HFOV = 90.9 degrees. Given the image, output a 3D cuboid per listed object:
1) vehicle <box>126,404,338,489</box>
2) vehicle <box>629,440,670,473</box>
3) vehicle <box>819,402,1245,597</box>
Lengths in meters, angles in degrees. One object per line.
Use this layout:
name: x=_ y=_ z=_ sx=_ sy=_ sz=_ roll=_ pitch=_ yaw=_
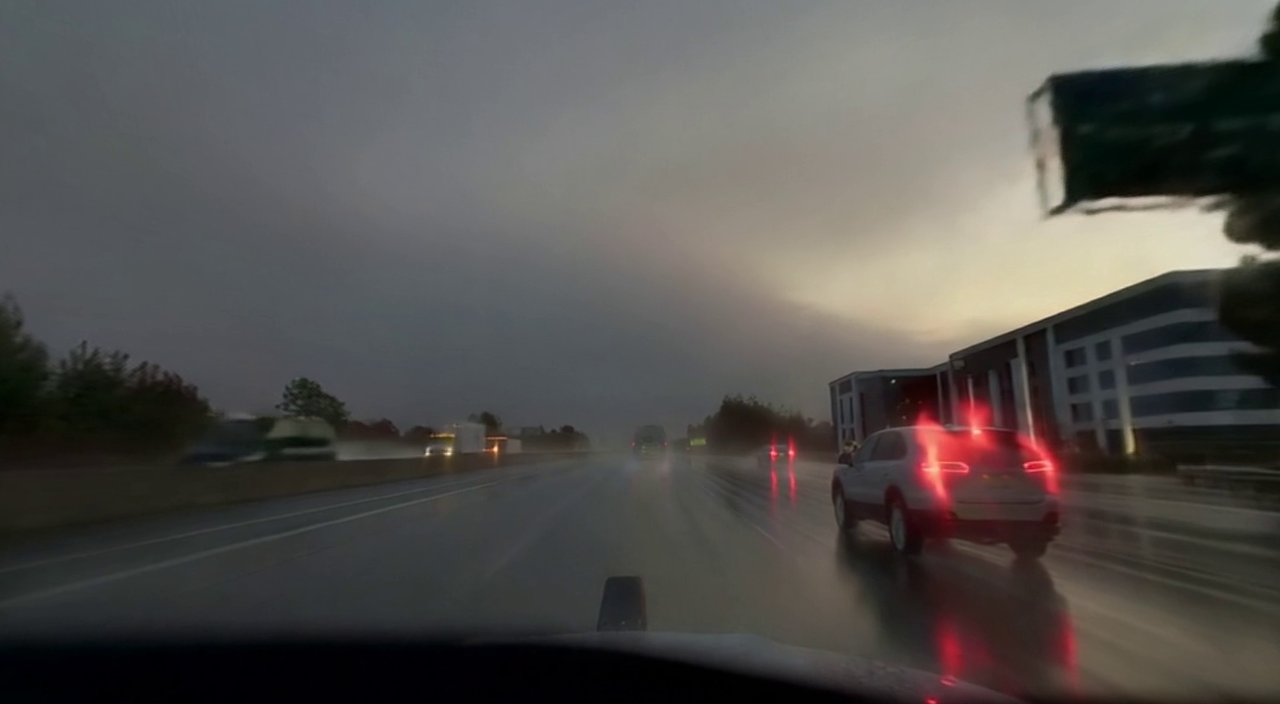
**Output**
vehicle: x=-12.150 y=2.948 z=19.580 sx=2.304 sy=2.203 sz=6.144 roll=0 pitch=-9 yaw=2
vehicle: x=0.453 y=5.472 z=33.117 sx=2.015 sy=1.639 sz=4.086 roll=0 pitch=-9 yaw=0
vehicle: x=3.959 y=1.610 z=7.792 sx=2.008 sy=1.595 sz=5.082 roll=0 pitch=-9 yaw=0
